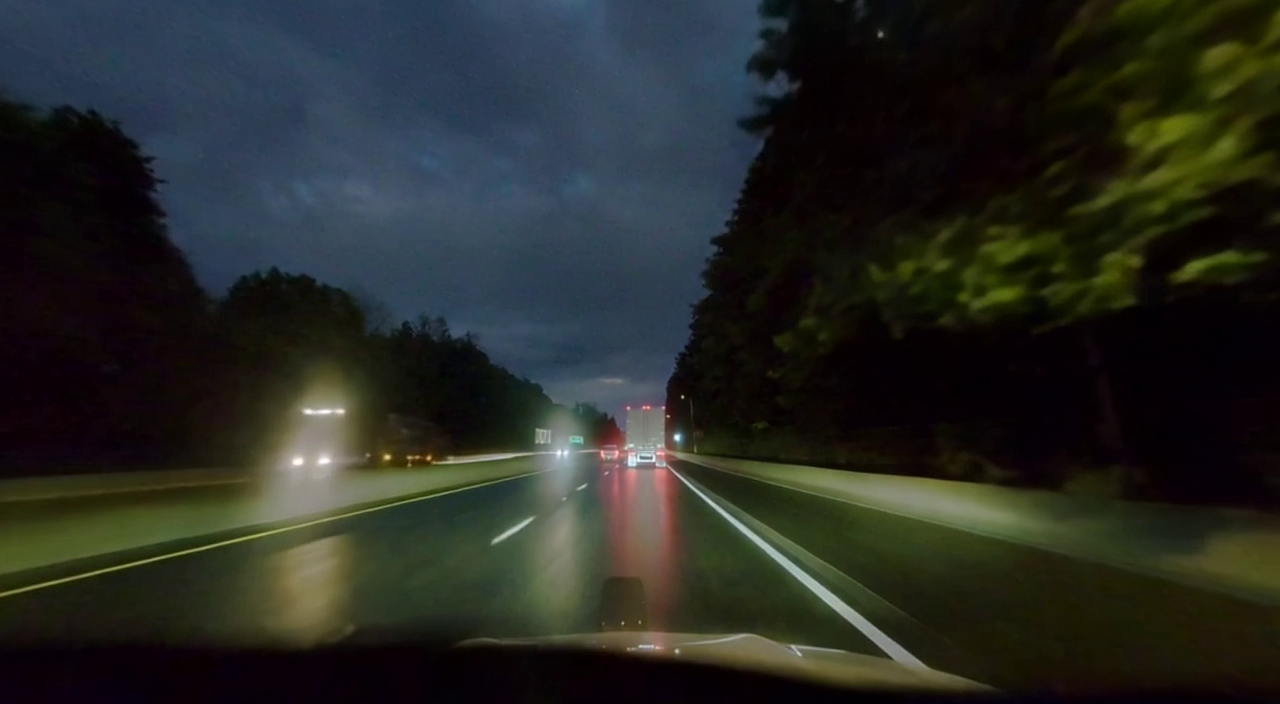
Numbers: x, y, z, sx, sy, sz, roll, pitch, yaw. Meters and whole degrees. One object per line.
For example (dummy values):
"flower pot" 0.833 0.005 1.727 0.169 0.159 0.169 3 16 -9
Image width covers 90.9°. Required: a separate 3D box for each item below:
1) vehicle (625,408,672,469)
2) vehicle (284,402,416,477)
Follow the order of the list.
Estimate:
"vehicle" 0.505 6.472 46.569 3.024 3.965 10.399 0 -9 -1
"vehicle" -16.662 5.256 37.343 2.927 3.858 10.028 0 -9 0
